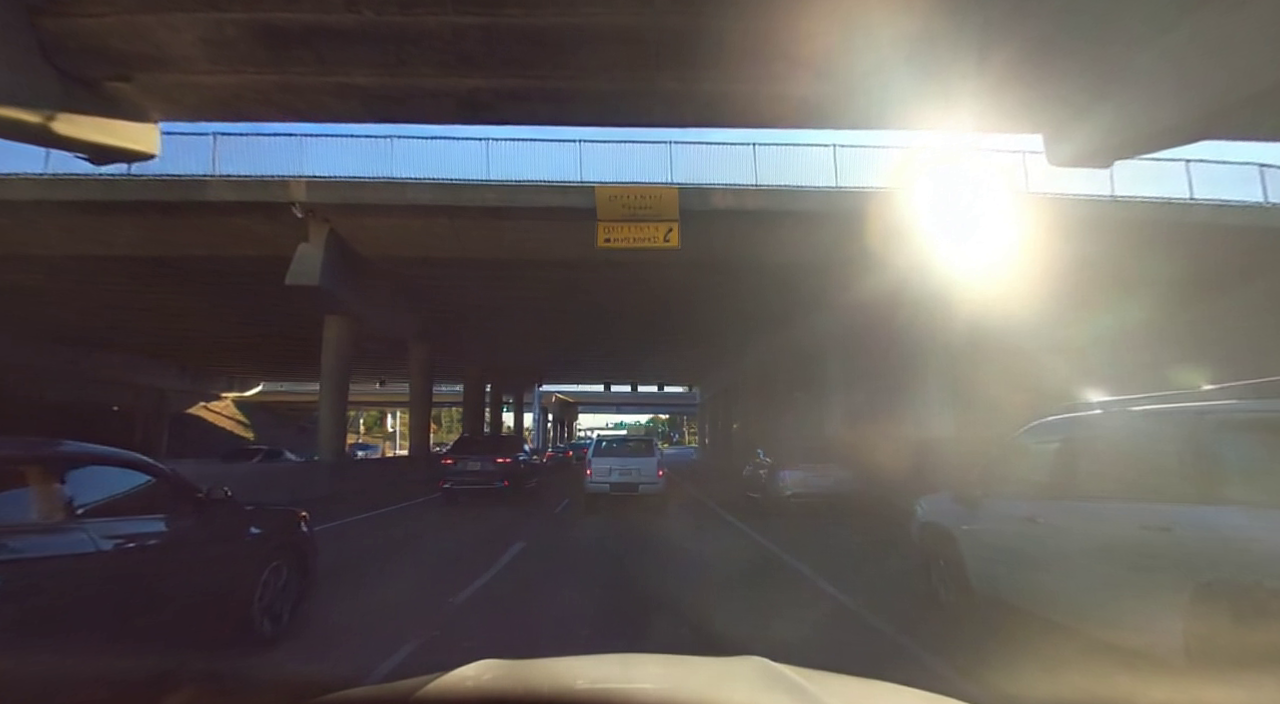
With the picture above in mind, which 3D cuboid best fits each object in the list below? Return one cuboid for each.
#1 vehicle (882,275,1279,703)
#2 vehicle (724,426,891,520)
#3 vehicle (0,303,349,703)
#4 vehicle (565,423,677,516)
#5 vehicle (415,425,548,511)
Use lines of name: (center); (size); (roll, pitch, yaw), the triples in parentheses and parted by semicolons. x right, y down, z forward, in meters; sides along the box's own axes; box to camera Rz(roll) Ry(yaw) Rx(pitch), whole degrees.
vehicle: (3.702, 0.937, 4.048); (2.401, 1.968, 4.841); (0, -8, 1)
vehicle: (3.430, 2.620, 14.307); (2.234, 1.720, 5.378); (0, -8, -1)
vehicle: (-3.432, 0.796, 2.771); (2.074, 1.814, 4.596); (0, -8, 0)
vehicle: (-0.399, 2.507, 13.876); (2.097, 1.748, 3.794); (0, -8, -1)
vehicle: (-3.496, 2.641, 14.774); (2.127, 1.720, 4.064); (0, -8, -1)
